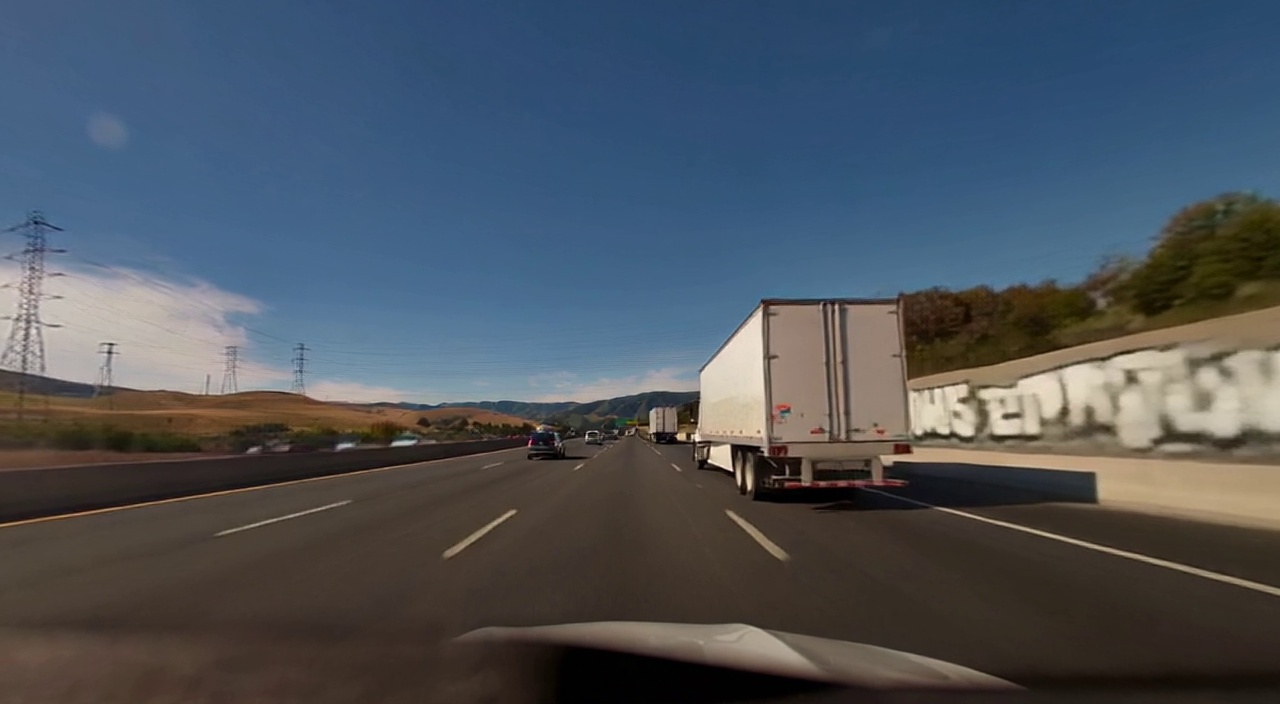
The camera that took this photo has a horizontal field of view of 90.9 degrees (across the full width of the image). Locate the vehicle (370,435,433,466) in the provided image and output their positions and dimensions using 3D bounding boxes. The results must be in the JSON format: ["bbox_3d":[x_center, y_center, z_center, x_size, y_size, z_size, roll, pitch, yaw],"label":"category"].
[{"bbox_3d":[-11.874,4.873,31.592,1.686,1.445,3.641,0,-7,0],"label":"vehicle"}]

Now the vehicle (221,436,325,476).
[{"bbox_3d":[-15.474,4.363,26.867,1.927,1.539,4.149,0,-7,0],"label":"vehicle"}]

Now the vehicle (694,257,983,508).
[{"bbox_3d":[3.475,1.131,15.166,3.060,3.842,11.095,0,-7,-1],"label":"vehicle"}]

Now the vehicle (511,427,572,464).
[{"bbox_3d":[-4.260,4.108,27.941,1.965,1.486,4.448,0,-7,0],"label":"vehicle"}]
